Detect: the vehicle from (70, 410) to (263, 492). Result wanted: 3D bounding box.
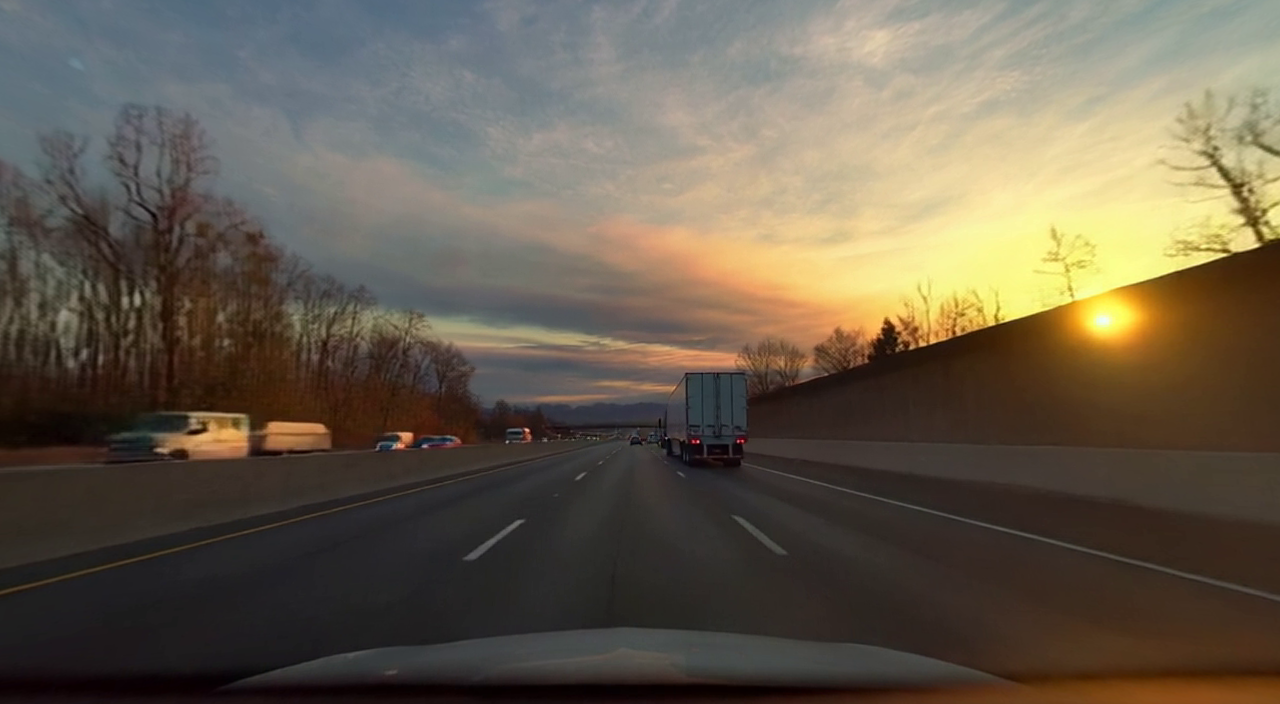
[{"bbox_3d":[-15.922,3.343,21.723,2.353,2.443,5.476,0,-8,0],"label":"vehicle"}]

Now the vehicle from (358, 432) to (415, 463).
[{"bbox_3d":[-19.824,7.462,49.412,2.313,2.319,5.079,0,-8,0],"label":"vehicle"}]

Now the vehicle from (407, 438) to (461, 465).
[{"bbox_3d":[-12.410,5.980,38.136,1.838,1.534,4.240,0,-8,-1],"label":"vehicle"}]

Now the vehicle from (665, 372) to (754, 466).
[{"bbox_3d":[3.407,4.009,35.893,2.979,4.161,15.508,0,-8,-1],"label":"vehicle"}]
